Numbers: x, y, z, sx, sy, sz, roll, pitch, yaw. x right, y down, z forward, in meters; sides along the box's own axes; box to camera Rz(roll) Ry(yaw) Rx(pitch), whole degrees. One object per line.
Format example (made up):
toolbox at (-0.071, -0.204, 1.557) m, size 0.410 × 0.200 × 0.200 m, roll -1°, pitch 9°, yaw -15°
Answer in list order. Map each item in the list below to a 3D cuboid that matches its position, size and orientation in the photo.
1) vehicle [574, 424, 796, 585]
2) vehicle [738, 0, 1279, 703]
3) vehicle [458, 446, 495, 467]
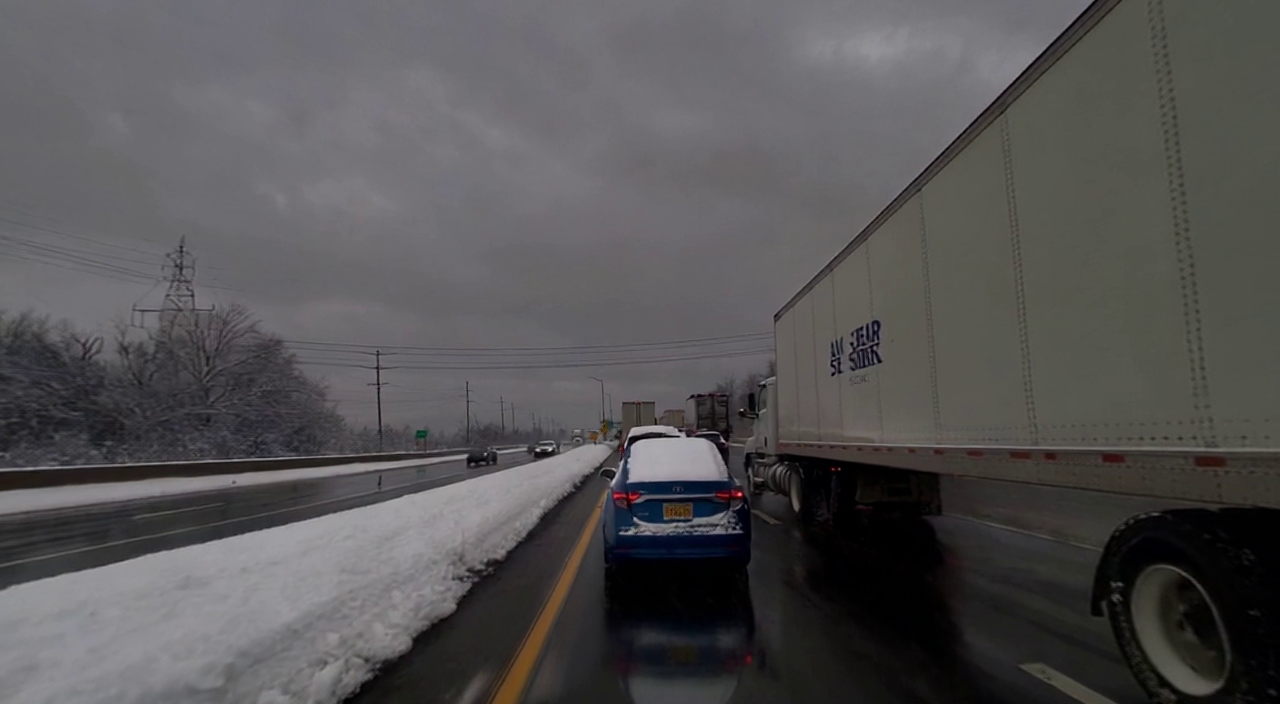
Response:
vehicle at (0.341, 1.660, 7.674) m, size 2.045 × 1.446 × 3.597 m, roll 0°, pitch -8°, yaw -2°
vehicle at (4.186, 0.414, 8.096) m, size 3.138 × 4.065 × 14.276 m, roll 0°, pitch -8°, yaw -2°
vehicle at (-12.474, 7.978, 48.285) m, size 1.795 × 1.441 × 3.759 m, roll -1°, pitch -8°, yaw 0°
